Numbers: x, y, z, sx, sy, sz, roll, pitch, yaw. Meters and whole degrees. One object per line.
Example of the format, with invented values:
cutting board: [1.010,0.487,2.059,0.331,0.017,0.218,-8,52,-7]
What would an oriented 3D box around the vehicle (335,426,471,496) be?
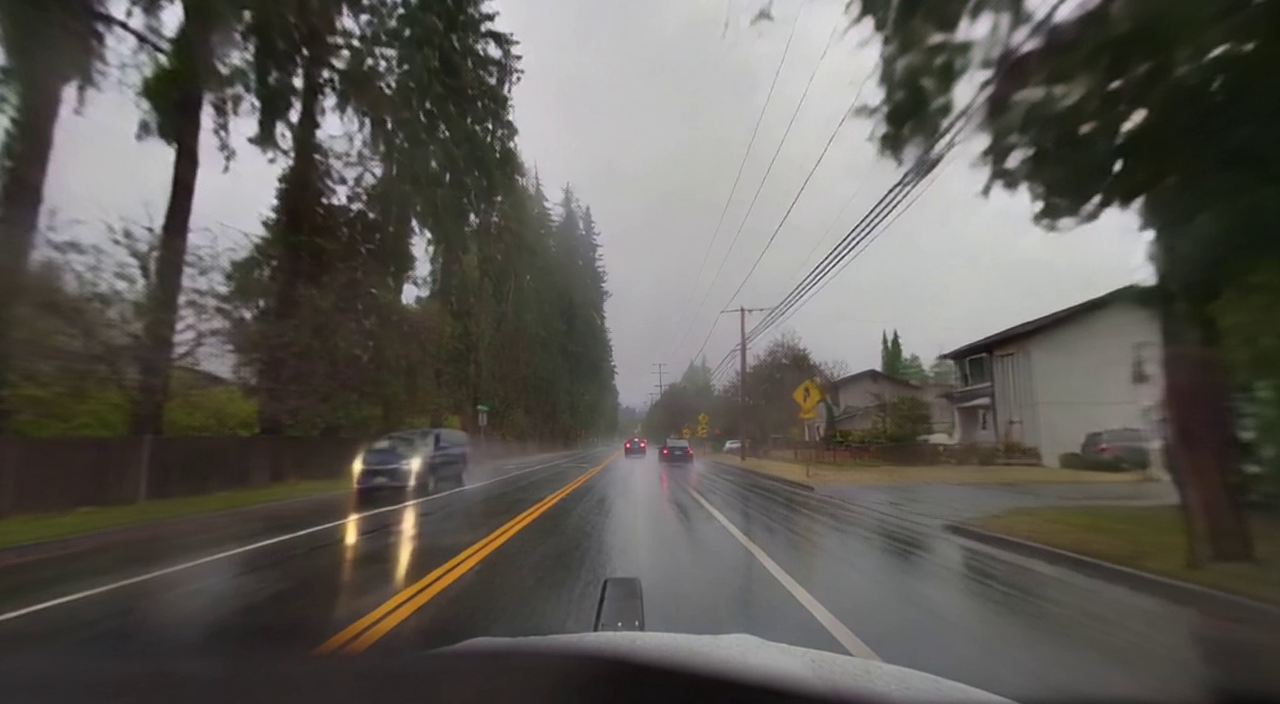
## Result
vehicle: [-7.046,3.308,19.418,2.352,1.857,4.690,0,-8,0]

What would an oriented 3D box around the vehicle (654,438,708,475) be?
vehicle: [1.711,4.537,27.562,1.975,1.497,3.647,1,-8,-2]
